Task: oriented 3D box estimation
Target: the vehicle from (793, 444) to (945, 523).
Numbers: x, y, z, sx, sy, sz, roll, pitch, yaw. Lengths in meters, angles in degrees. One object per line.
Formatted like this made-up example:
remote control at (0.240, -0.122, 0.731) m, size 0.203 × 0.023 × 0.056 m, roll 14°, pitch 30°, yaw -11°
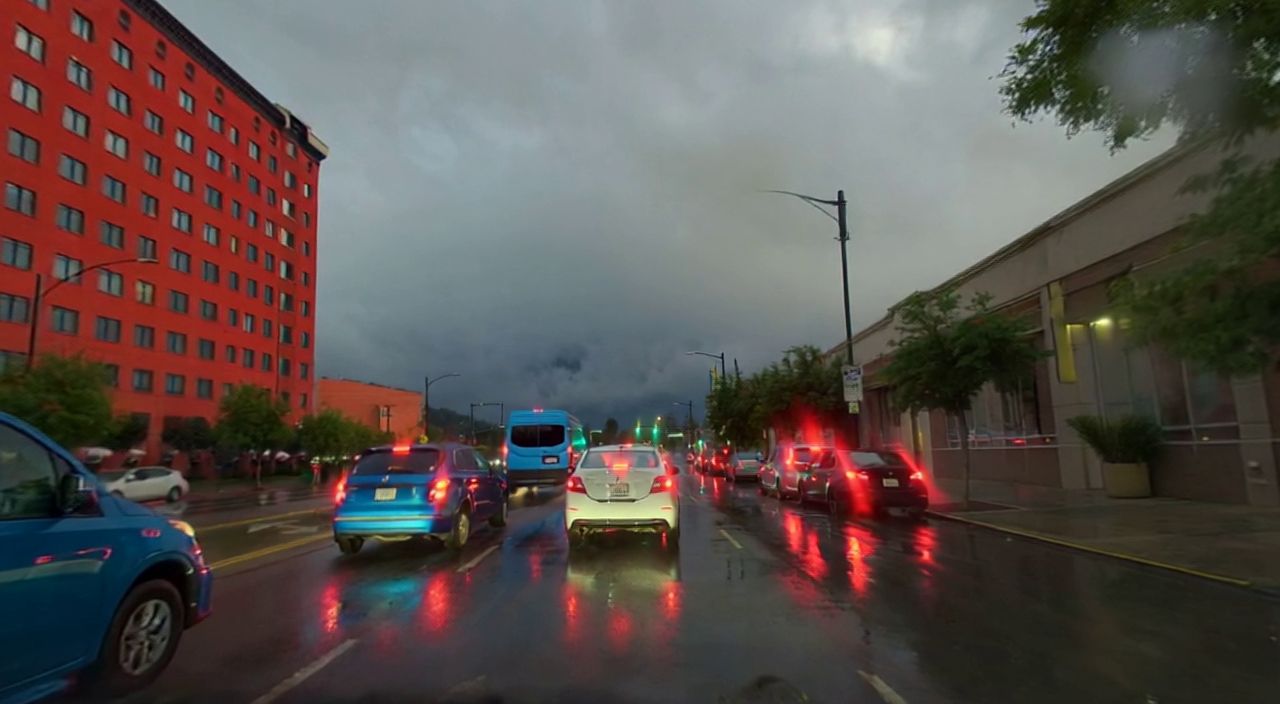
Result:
vehicle at (4.908, 2.853, 14.195) m, size 1.832 × 1.491 × 4.054 m, roll 1°, pitch -9°, yaw -1°

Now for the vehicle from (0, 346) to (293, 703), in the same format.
vehicle at (-3.714, 0.820, 2.316) m, size 2.140 × 1.768 × 4.685 m, roll 0°, pitch -9°, yaw 0°

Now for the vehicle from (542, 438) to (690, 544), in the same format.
vehicle at (-0.373, 2.352, 11.300) m, size 2.152 × 1.518 × 4.113 m, roll 0°, pitch -9°, yaw -1°

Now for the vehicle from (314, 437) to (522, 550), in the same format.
vehicle at (-3.537, 2.323, 11.089) m, size 1.995 × 1.554 × 4.426 m, roll 0°, pitch -9°, yaw 1°
